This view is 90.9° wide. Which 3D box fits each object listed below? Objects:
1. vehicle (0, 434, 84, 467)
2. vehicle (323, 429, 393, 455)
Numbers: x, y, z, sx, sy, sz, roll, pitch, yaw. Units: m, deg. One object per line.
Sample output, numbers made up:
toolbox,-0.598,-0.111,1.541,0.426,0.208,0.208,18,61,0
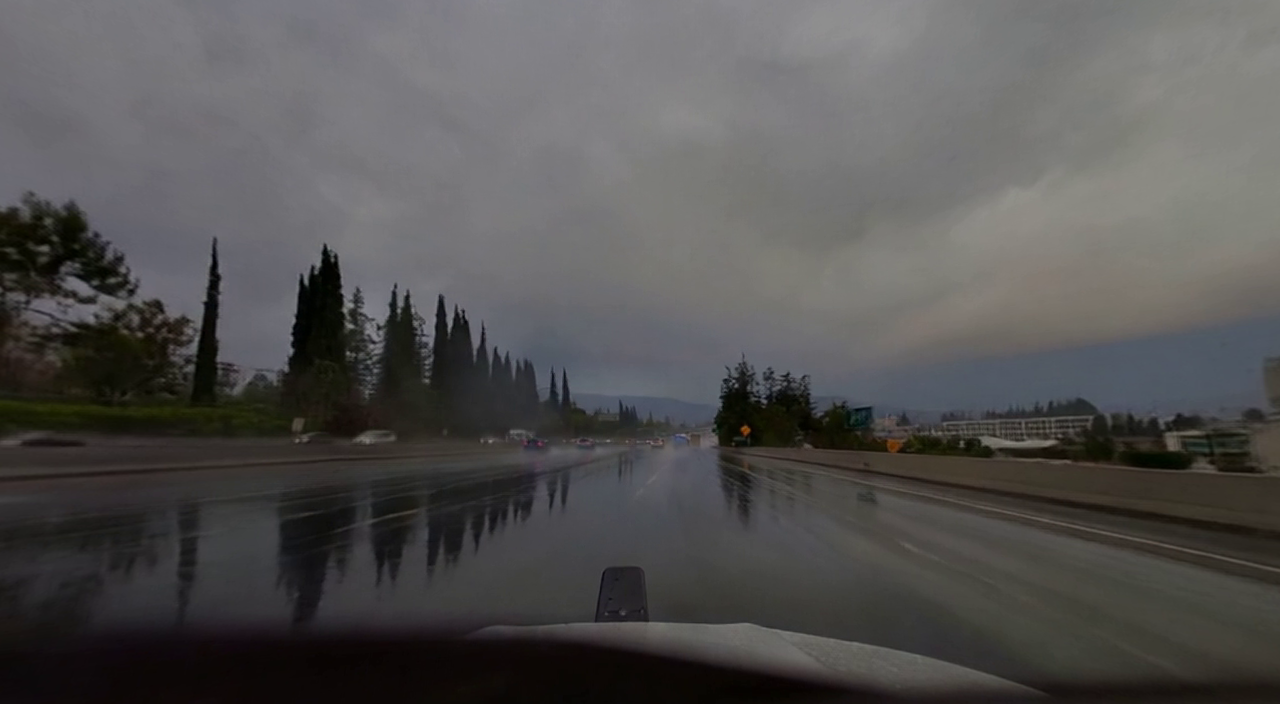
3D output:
vehicle,-29.786,4.734,30.387,1.760,1.466,4.396,-1,-8,4
vehicle,-20.857,6.709,46.995,2.197,1.750,5.738,-1,-8,5
